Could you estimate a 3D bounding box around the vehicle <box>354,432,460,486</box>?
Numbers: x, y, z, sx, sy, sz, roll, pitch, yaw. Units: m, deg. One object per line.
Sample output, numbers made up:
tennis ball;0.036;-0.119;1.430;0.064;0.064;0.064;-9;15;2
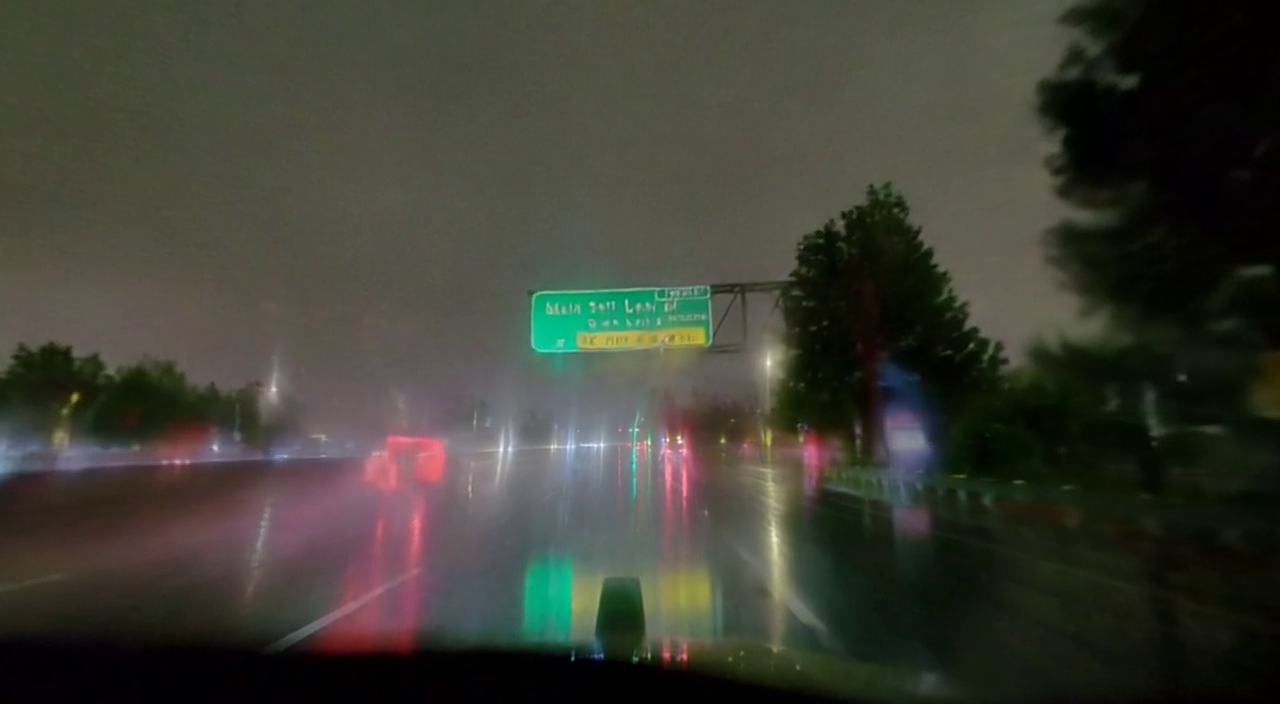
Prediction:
vehicle;-8.048;3.736;22.349;2.089;1.724;4.327;0;-8;0
